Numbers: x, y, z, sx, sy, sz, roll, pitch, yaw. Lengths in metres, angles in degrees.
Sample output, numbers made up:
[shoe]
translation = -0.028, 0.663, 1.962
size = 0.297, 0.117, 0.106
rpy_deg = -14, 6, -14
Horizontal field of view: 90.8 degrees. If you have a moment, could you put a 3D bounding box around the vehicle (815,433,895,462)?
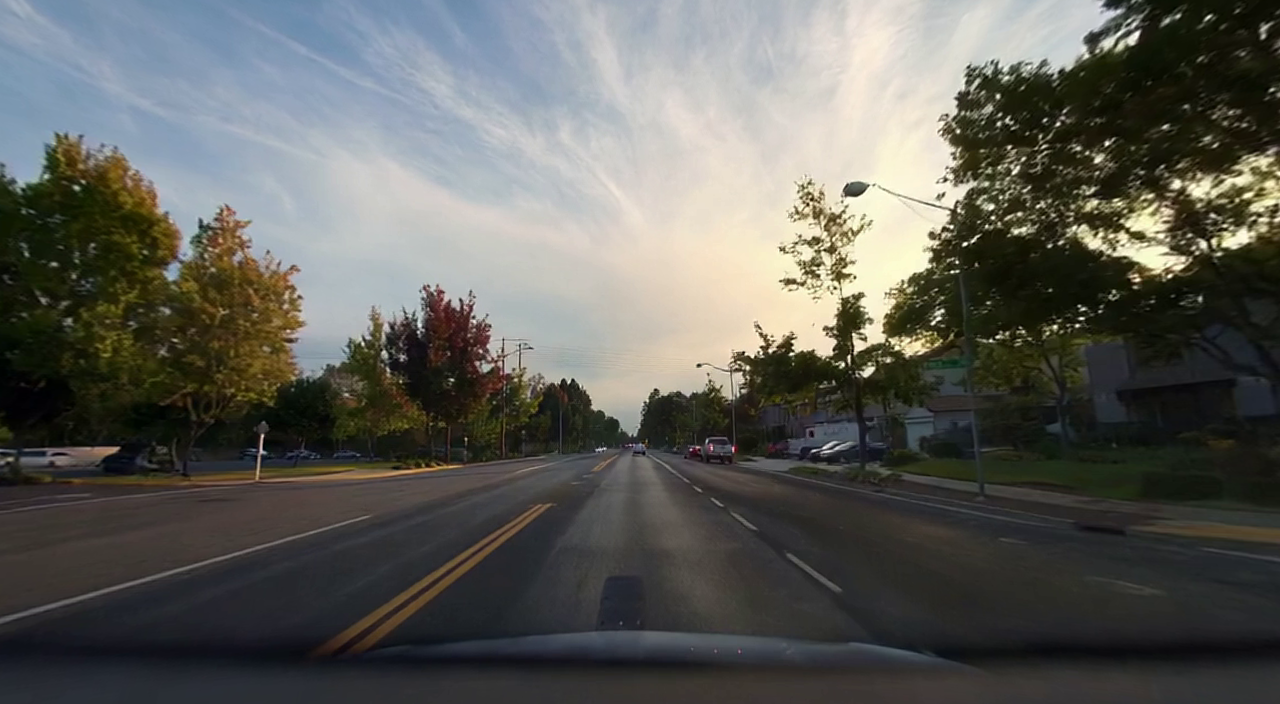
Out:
[vehicle]
translation = 14.352, 6.424, 42.359
size = 4.637, 1.842, 2.016
rpy_deg = 0, -9, 2
